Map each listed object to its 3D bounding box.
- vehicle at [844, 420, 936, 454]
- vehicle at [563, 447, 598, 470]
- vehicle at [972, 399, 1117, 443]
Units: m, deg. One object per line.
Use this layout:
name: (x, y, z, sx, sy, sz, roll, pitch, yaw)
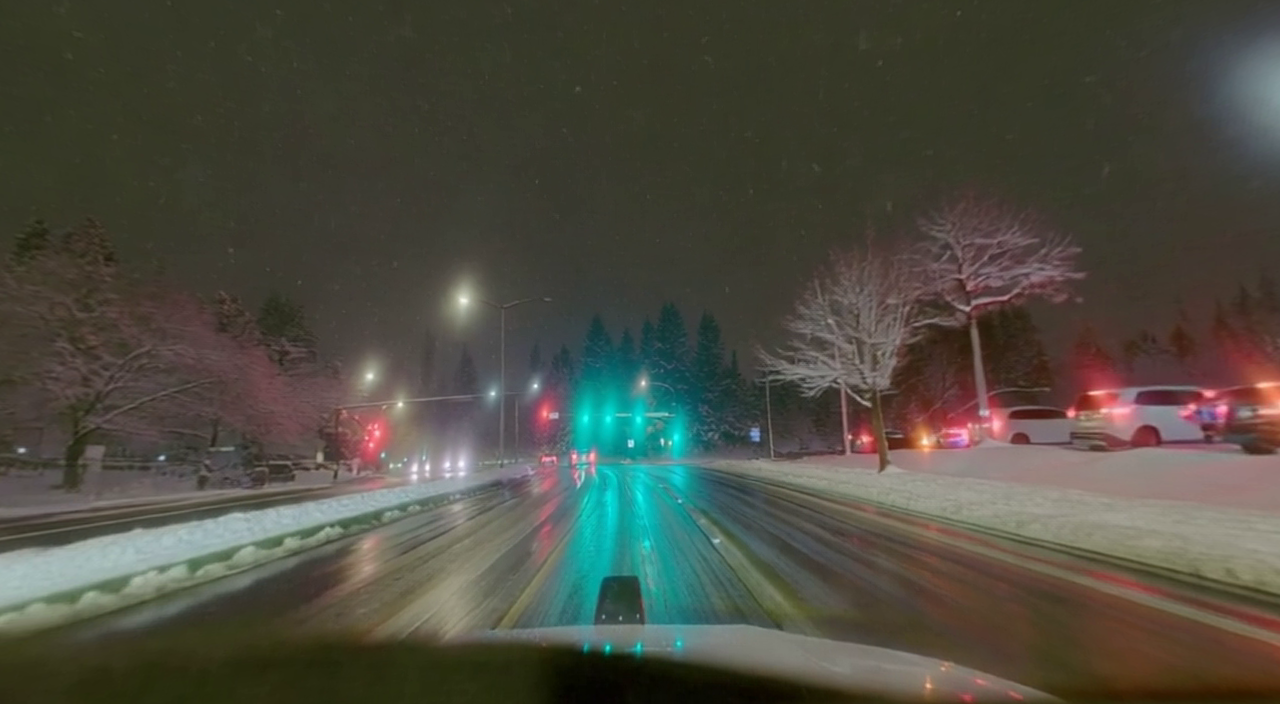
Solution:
vehicle: (16.010, 5.426, 40.604, 4.922, 1.749, 2.145, -4, -6, 3)
vehicle: (-4.513, 7.961, 47.512, 2.197, 1.642, 4.312, 2, -8, -11)
vehicle: (15.689, 2.726, 24.689, 4.297, 1.632, 1.977, 0, -8, -2)
